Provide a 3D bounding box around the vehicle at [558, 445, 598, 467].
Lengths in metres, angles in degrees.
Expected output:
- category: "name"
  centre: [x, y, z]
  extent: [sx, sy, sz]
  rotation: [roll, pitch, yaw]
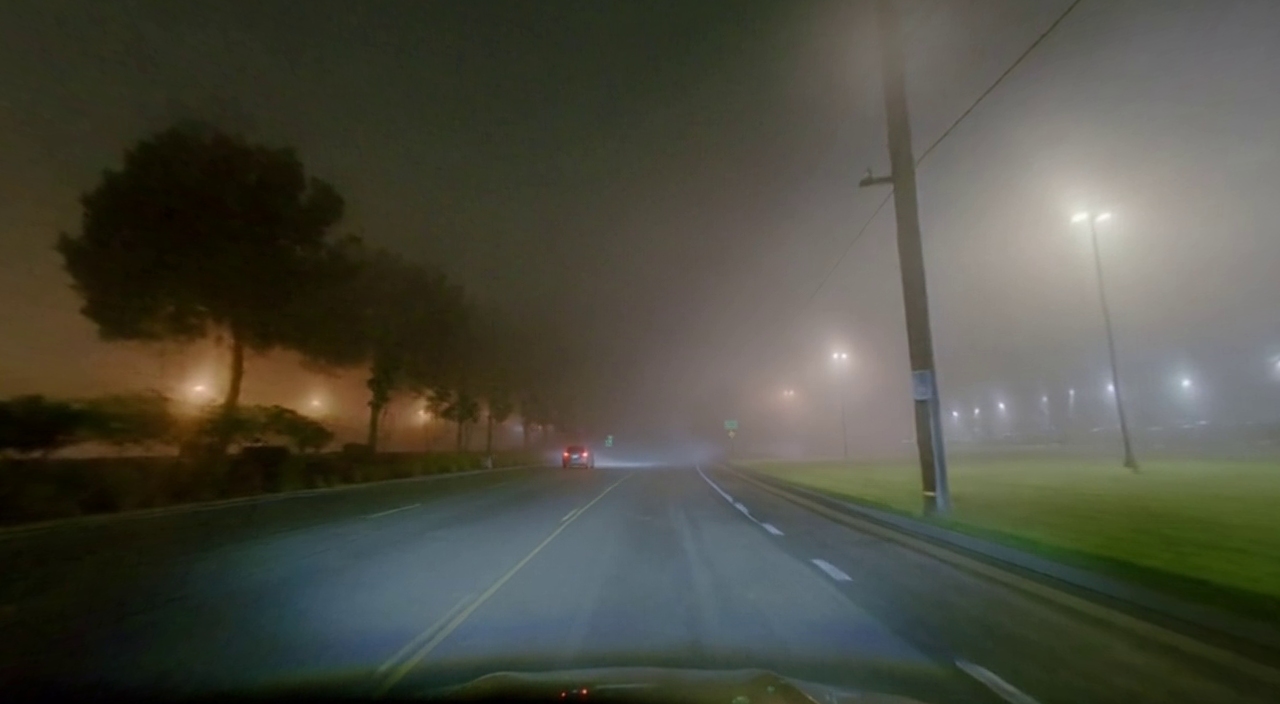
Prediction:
- category: "vehicle"
  centre: [-4.221, 7.162, 43.620]
  extent: [1.945, 1.461, 4.605]
  rotation: [-1, -8, 5]
